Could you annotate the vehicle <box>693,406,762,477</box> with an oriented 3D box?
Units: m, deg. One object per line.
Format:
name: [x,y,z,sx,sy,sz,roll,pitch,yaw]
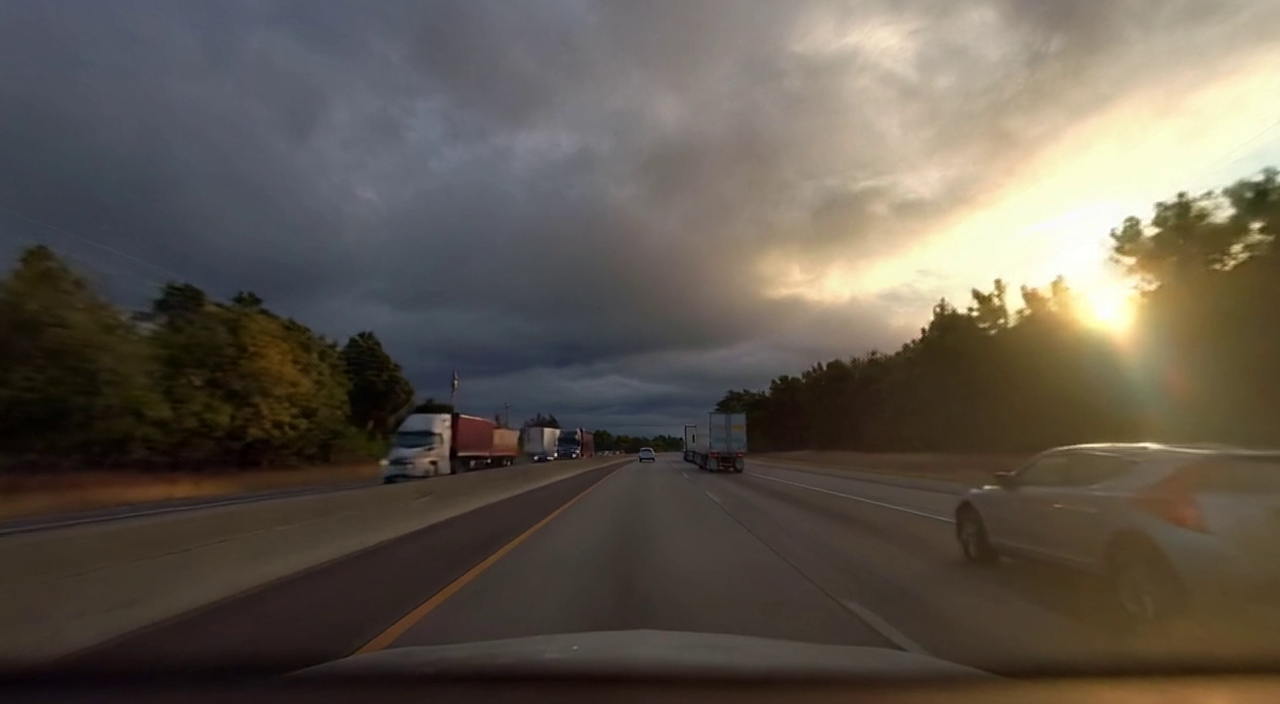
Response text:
vehicle: [4.921,5.445,37.971,2.866,3.558,11.674,0,-9,2]

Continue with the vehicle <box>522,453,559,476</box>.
vehicle: [-7.506,8.523,47.902,1.952,1.579,4.290,0,-9,2]

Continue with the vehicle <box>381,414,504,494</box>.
vehicle: [-9.714,5.205,32.446,2.952,3.538,9.079,-1,-9,3]

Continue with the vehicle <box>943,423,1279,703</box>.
vehicle: [3.954,1.243,4.135,1.893,1.442,4.039,0,-9,0]
